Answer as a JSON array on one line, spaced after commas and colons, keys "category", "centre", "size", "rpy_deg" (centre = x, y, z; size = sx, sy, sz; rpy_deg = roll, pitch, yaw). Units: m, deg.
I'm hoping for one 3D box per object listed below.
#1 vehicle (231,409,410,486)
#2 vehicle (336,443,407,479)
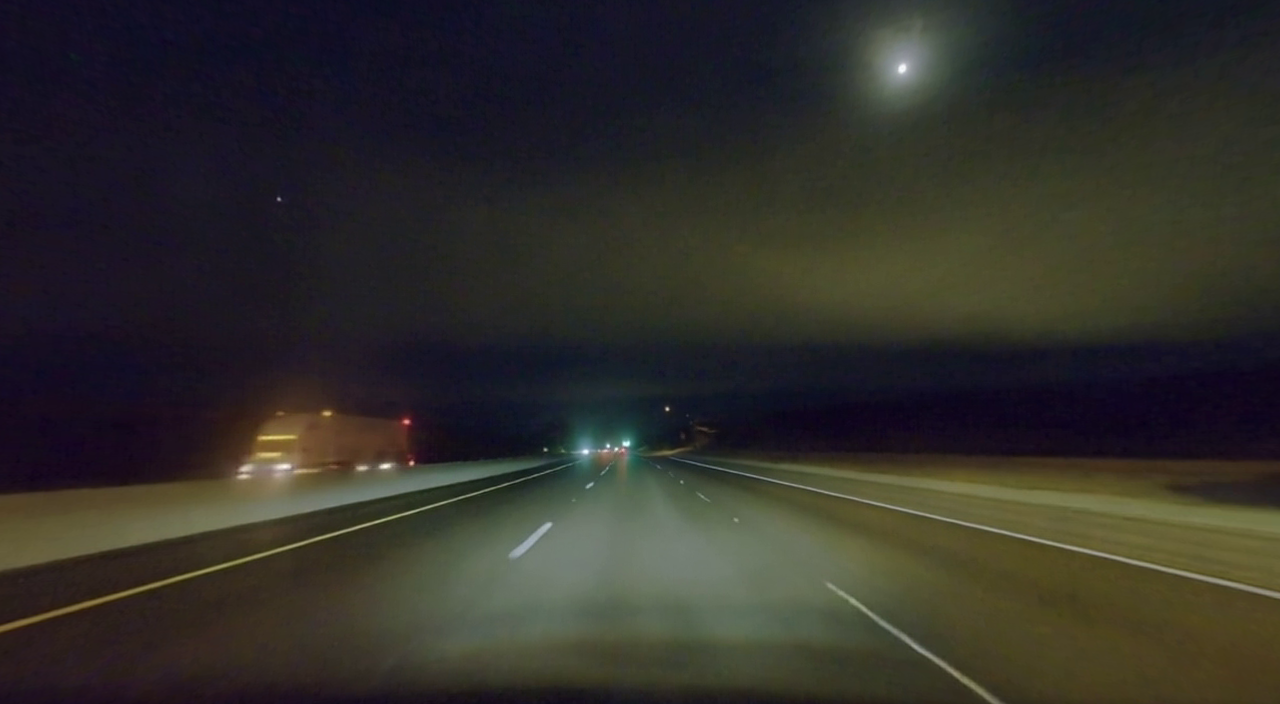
[{"category": "vehicle", "centre": [-20.042, 6.338, 41.849], "size": [3.483, 4.025, 16.969], "rpy_deg": [0, -9, -1]}, {"category": "vehicle", "centre": [-16.201, 6.591, 38.272], "size": [2.222, 2.003, 4.982], "rpy_deg": [0, -9, -1]}]
